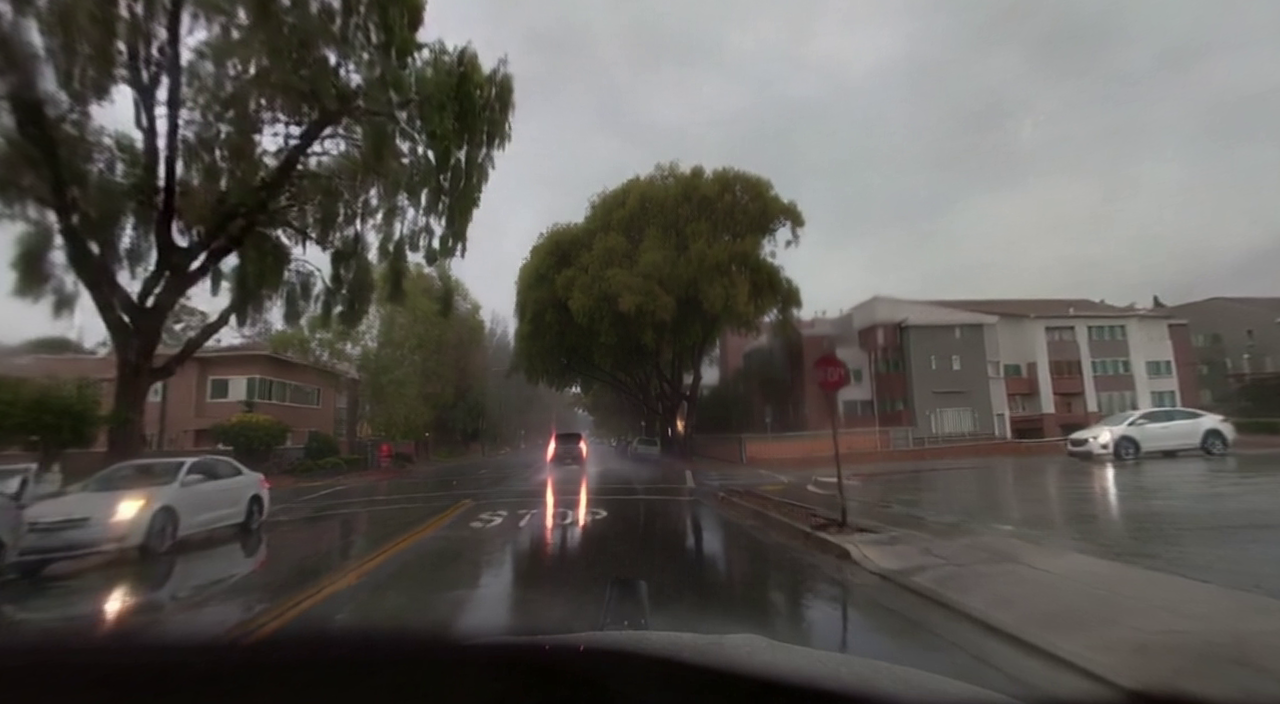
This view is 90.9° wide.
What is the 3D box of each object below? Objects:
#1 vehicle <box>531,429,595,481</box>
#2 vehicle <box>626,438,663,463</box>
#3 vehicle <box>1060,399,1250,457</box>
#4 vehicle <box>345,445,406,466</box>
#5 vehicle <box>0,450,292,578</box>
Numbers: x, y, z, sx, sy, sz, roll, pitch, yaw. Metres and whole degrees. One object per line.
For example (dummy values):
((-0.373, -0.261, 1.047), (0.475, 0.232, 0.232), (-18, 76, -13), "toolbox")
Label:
((-2.802, 3.819, 23.650), (2.172, 1.722, 4.201), (1, -8, -5), "vehicle")
((0.252, 6.486, 41.650), (1.987, 1.608, 3.883), (1, -8, -7), "vehicle")
((17.606, 2.638, 21.705), (4.817, 1.881, 2.002), (1, -8, -3), "vehicle")
((-20.330, 7.973, 48.548), (3.806, 1.501, 1.892), (0, -8, -4), "vehicle")
((-7.626, 2.323, 9.994), (1.819, 1.461, 4.723), (0, -8, -4), "vehicle")
